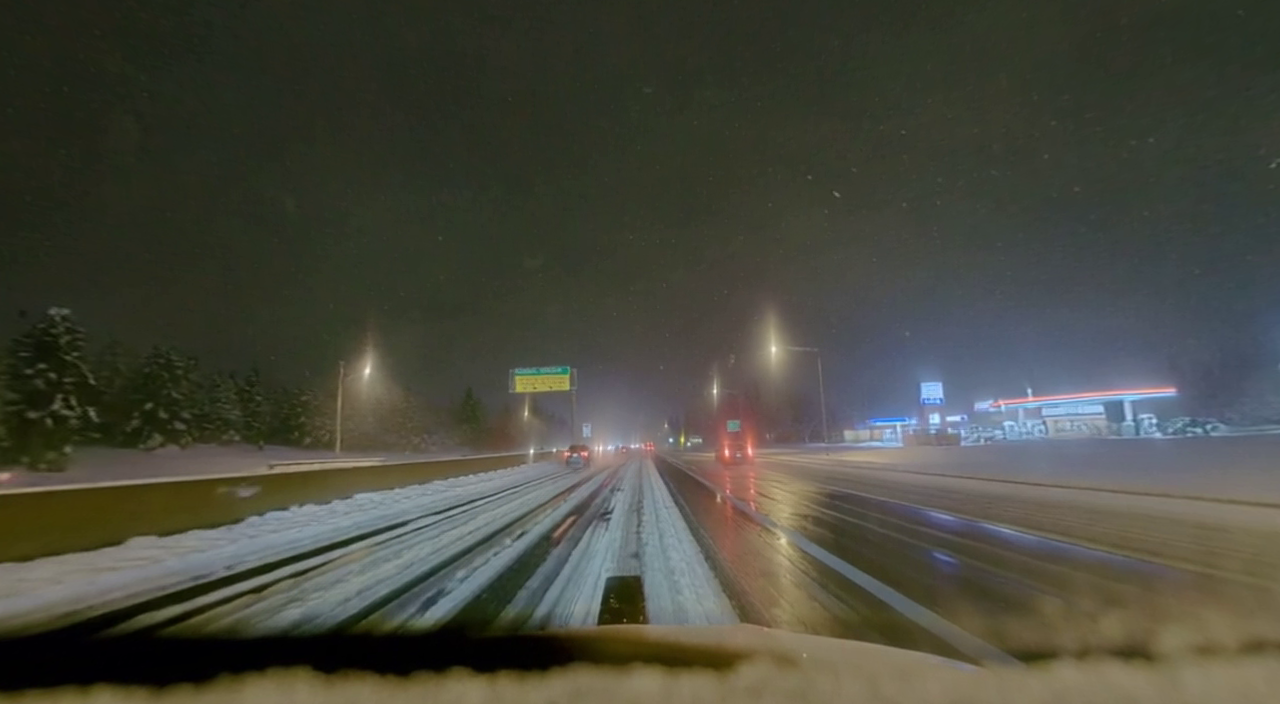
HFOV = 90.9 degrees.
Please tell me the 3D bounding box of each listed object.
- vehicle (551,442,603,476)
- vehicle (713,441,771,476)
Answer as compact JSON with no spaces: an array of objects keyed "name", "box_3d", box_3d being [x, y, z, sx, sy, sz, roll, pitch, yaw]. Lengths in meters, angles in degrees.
[{"name":"vehicle","box_3d":[-3.030,5.277,31.270,2.114,1.510,4.186,-1,-9,1]},{"name":"vehicle","box_3d":[4.645,4.954,29.553,1.909,1.467,4.940,-1,-9,0]}]
